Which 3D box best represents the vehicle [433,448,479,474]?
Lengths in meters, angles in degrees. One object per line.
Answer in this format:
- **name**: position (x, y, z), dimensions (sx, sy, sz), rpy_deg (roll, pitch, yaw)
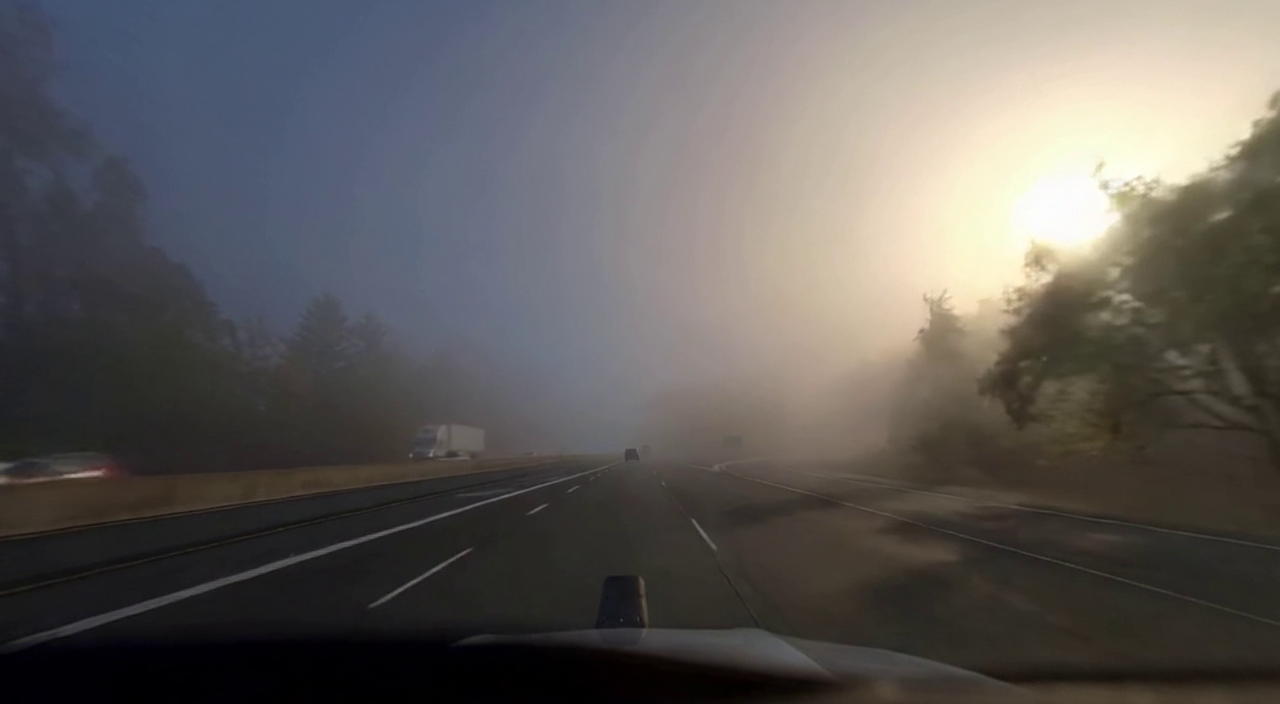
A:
- **vehicle**: position (-11.961, 7.061, 41.224), dimensions (1.862, 1.580, 3.706), rpy_deg (0, -9, 1)
